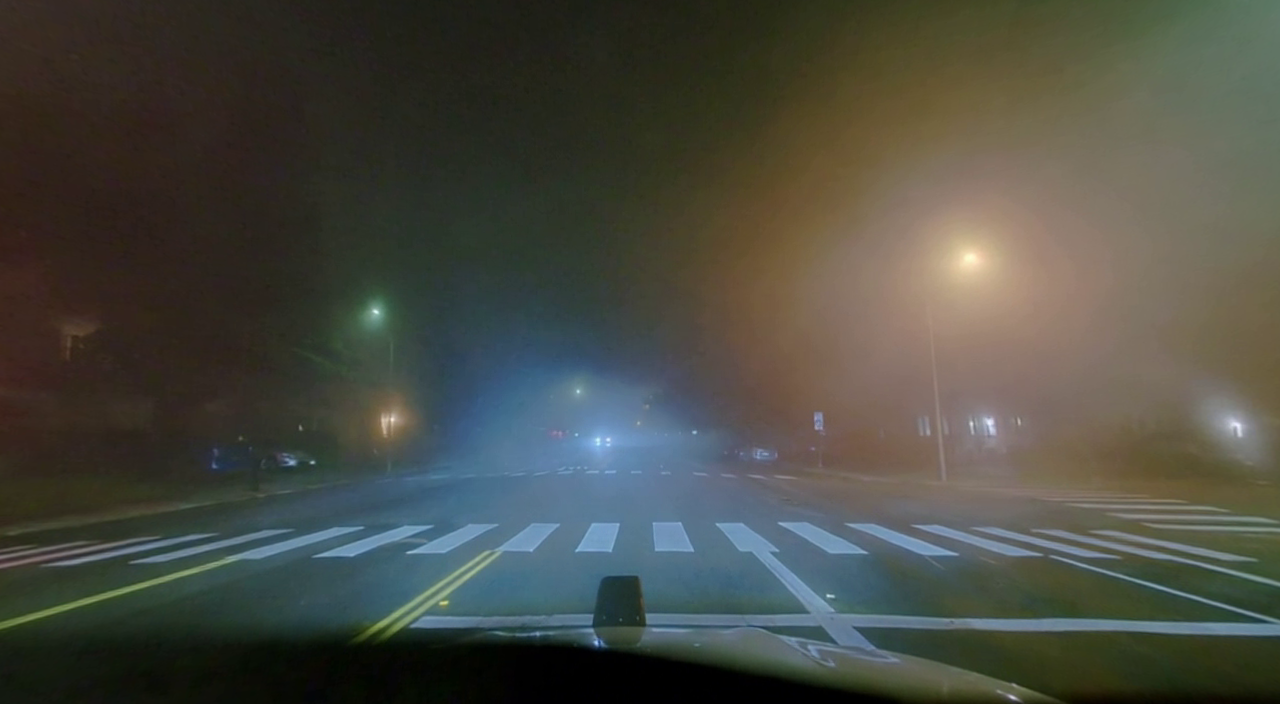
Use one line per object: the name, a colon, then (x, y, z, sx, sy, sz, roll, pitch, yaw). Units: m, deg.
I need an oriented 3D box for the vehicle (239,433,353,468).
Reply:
vehicle: (-17.952, 5.154, 33.141, 4.743, 1.734, 1.994, 0, -9, 0)

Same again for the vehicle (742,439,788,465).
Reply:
vehicle: (8.002, 6.477, 40.864, 2.029, 1.554, 4.705, 0, -9, 1)

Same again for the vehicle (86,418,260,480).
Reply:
vehicle: (-17.920, 3.759, 24.482, 4.800, 2.259, 2.303, 0, -9, -1)
